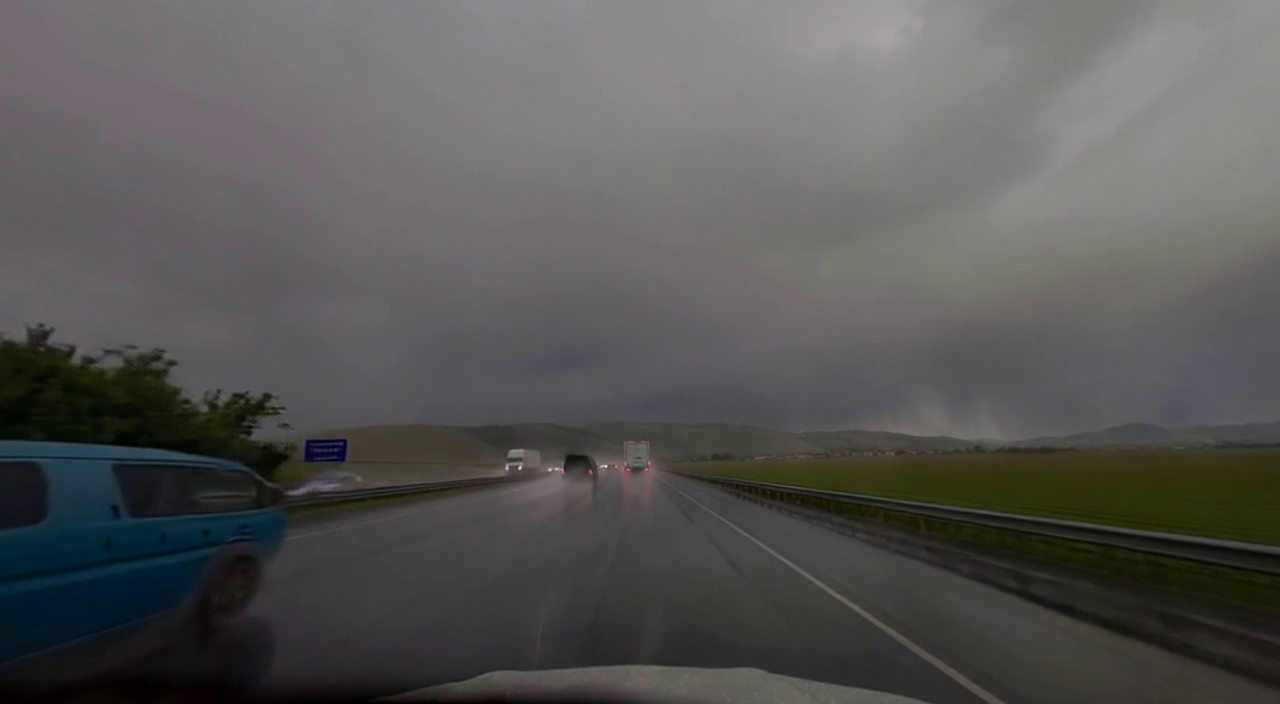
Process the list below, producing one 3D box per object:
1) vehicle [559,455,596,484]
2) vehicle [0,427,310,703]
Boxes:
[{"bbox_3d":[-4.437,8.528,45.668,2.208,1.973,4.716,1,-10,0],"label":"vehicle"},{"bbox_3d":[-4.349,1.237,3.888,2.090,1.462,4.603,0,-10,0],"label":"vehicle"}]
